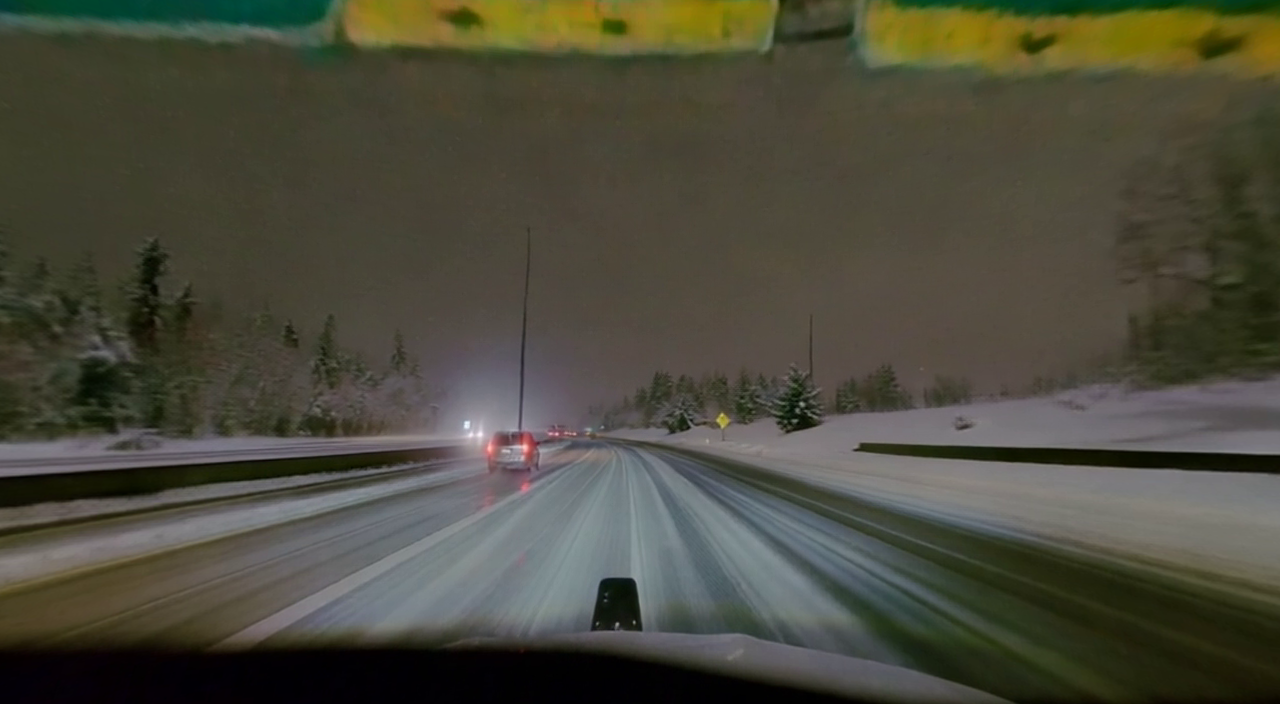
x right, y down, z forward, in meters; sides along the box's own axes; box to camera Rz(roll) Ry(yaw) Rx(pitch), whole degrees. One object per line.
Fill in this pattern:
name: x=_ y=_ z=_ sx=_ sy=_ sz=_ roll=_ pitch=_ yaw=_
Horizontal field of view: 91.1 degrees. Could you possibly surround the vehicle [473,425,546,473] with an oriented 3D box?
vehicle: x=-4.567 y=3.429 z=22.556 sx=1.878 sy=1.548 sz=3.966 roll=0 pitch=-8 yaw=-1
